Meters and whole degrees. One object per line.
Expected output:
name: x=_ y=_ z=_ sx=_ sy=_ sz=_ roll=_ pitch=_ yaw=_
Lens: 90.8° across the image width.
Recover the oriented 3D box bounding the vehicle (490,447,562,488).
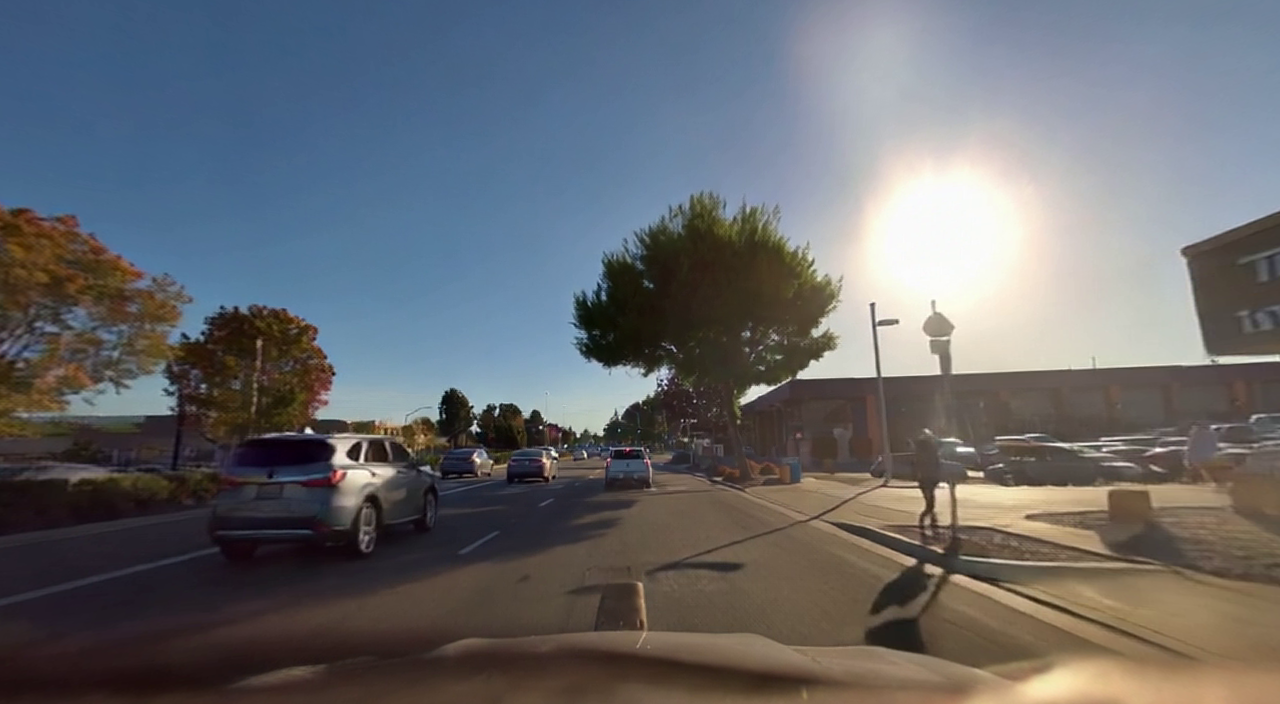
vehicle: x=-4.483 y=4.599 z=25.588 sx=1.973 sy=1.456 sz=4.850 roll=0 pitch=-9 yaw=0

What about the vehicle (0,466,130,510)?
vehicle: x=-23.884 y=5.513 z=25.944 sx=1.960 sy=1.478 sz=4.732 roll=0 pitch=-9 yaw=-1

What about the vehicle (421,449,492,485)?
vehicle: x=-8.170 y=5.156 z=28.564 sx=2.009 sy=1.470 sz=4.179 roll=0 pitch=-9 yaw=-1

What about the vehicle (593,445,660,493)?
vehicle: x=-0.458 y=3.932 z=21.535 sx=2.061 sy=1.469 sz=3.954 roll=0 pitch=-9 yaw=-2

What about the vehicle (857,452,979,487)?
vehicle: x=13.420 y=5.683 z=30.790 sx=4.877 sy=1.603 sz=2.197 roll=0 pitch=-9 yaw=3

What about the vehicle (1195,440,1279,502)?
vehicle: x=17.242 y=3.262 z=17.614 sx=4.619 sy=1.523 sz=1.873 roll=8 pitch=-11 yaw=-40

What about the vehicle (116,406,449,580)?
vehicle: x=-4.432 y=1.820 z=8.908 sx=2.096 sy=1.807 sz=4.413 roll=0 pitch=-9 yaw=0
